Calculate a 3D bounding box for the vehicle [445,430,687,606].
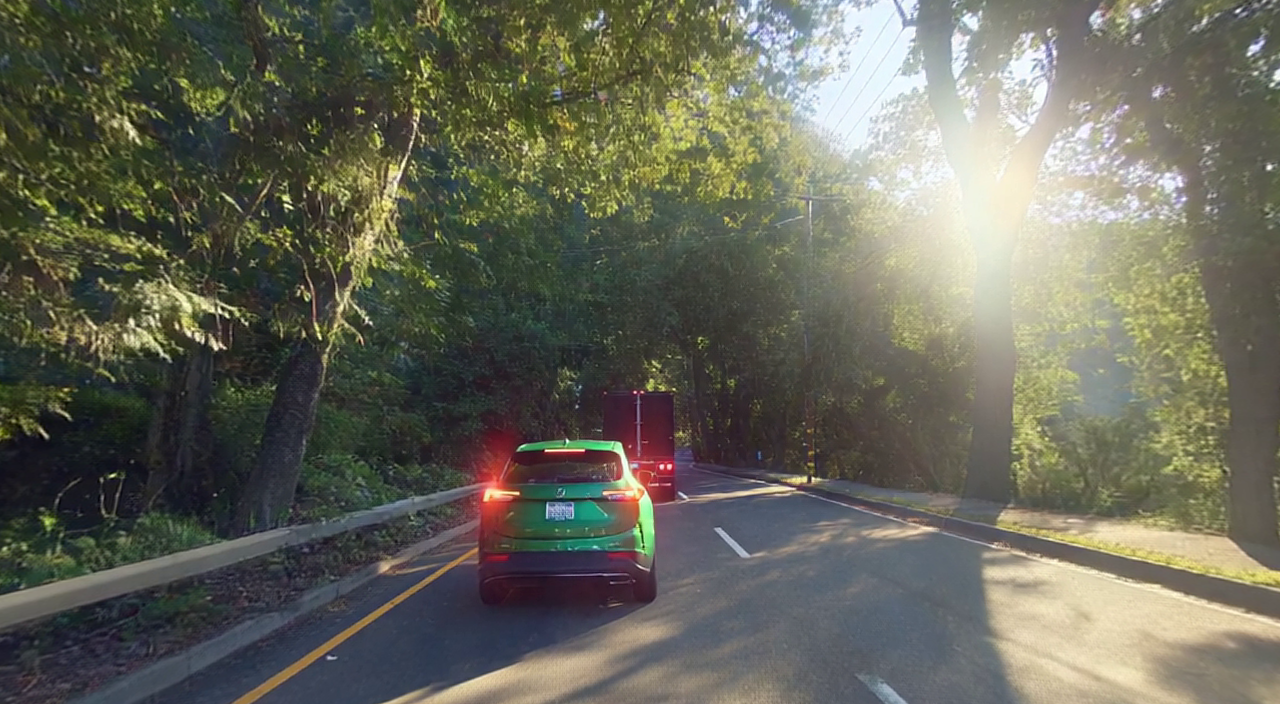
[{"bbox_3d":[-0.626,1.739,7.506,2.076,1.490,4.078,0,-9,0],"label":"vehicle"}]
